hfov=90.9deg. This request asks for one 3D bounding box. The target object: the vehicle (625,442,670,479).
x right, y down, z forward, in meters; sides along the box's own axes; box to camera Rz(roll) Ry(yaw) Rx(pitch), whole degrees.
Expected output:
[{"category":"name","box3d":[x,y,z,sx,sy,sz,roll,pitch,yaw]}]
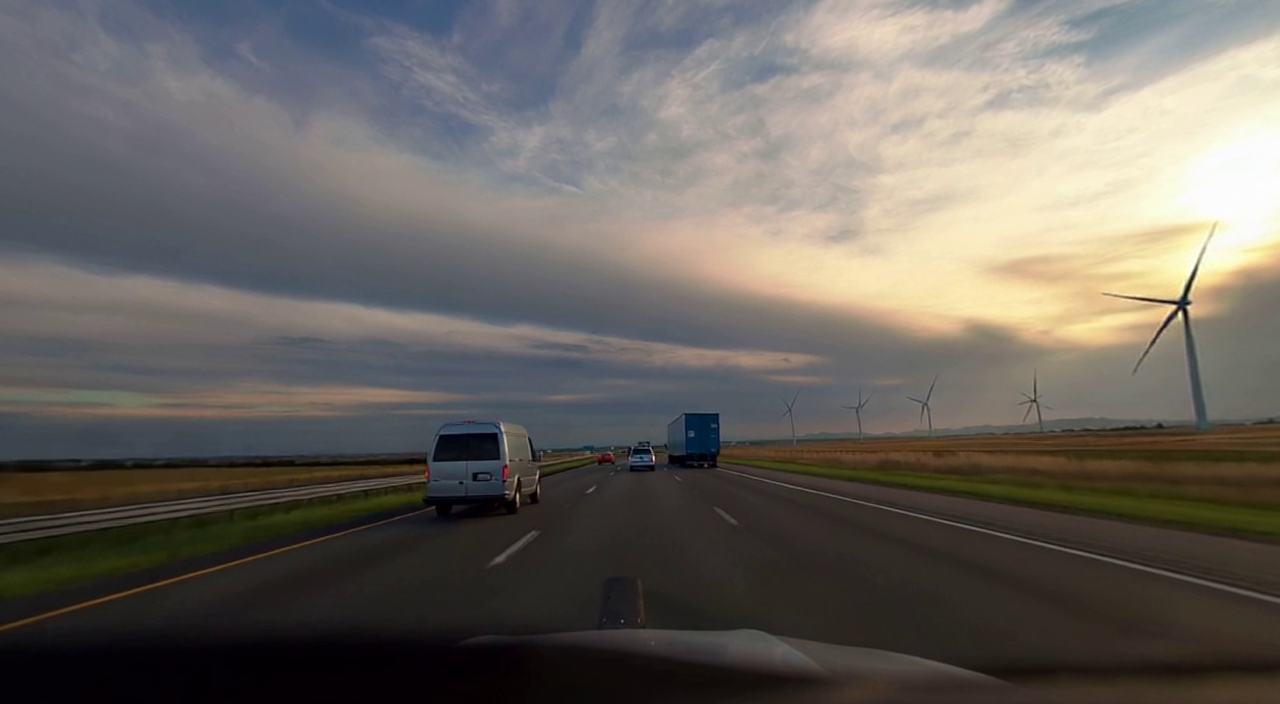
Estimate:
[{"category":"vehicle","box3d":[0.351,5.423,31.758,2.083,1.689,4.083,0,-9,0]}]

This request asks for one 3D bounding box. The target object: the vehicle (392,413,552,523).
[{"category":"vehicle","box3d":[-3.414,2.494,13.976,2.238,1.984,4.650,0,-9,0]}]
